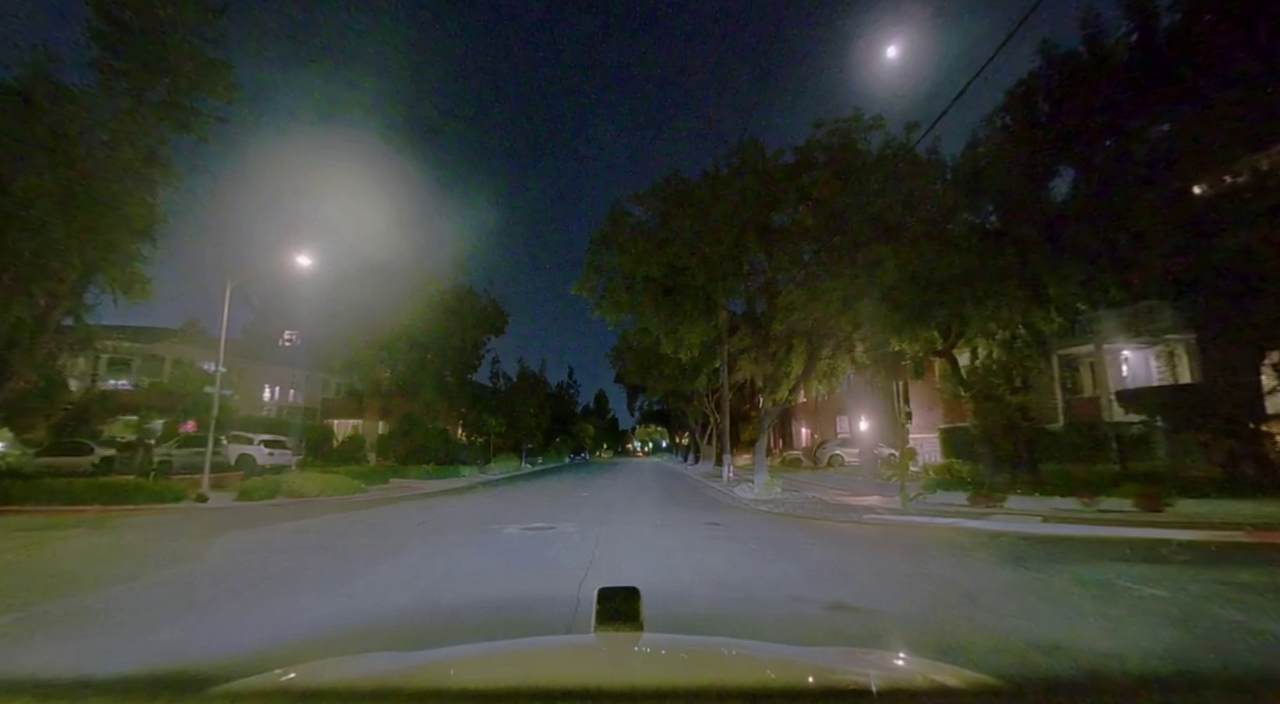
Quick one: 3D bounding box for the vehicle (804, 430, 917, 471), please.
[{"bbox_3d":[11.133,5.022,32.144,4.894,1.616,1.965,-5,-9,1],"label":"vehicle"}]
